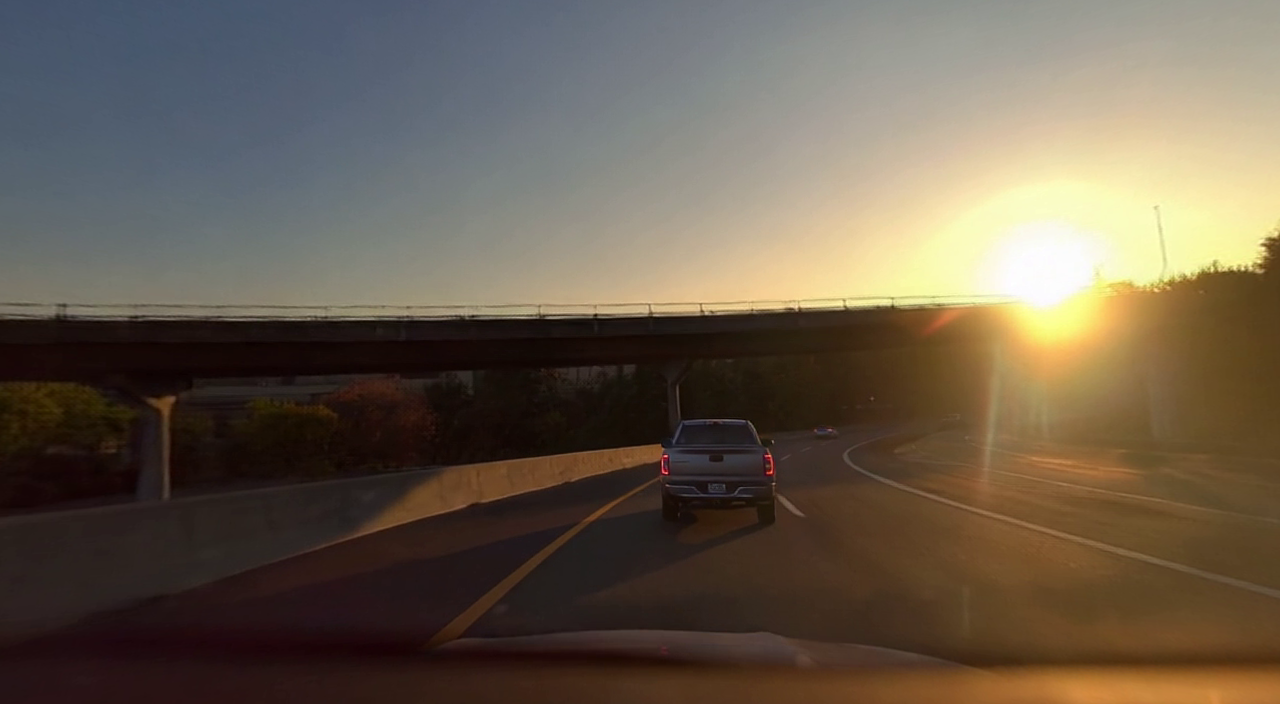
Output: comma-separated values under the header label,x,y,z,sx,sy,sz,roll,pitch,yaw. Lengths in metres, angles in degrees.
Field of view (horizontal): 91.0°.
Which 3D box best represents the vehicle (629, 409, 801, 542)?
label,x,y,z,sx,sy,sz,roll,pitch,yaw
vehicle,1.218,1.942,10.514,2.235,1.716,4.435,-1,-9,7
